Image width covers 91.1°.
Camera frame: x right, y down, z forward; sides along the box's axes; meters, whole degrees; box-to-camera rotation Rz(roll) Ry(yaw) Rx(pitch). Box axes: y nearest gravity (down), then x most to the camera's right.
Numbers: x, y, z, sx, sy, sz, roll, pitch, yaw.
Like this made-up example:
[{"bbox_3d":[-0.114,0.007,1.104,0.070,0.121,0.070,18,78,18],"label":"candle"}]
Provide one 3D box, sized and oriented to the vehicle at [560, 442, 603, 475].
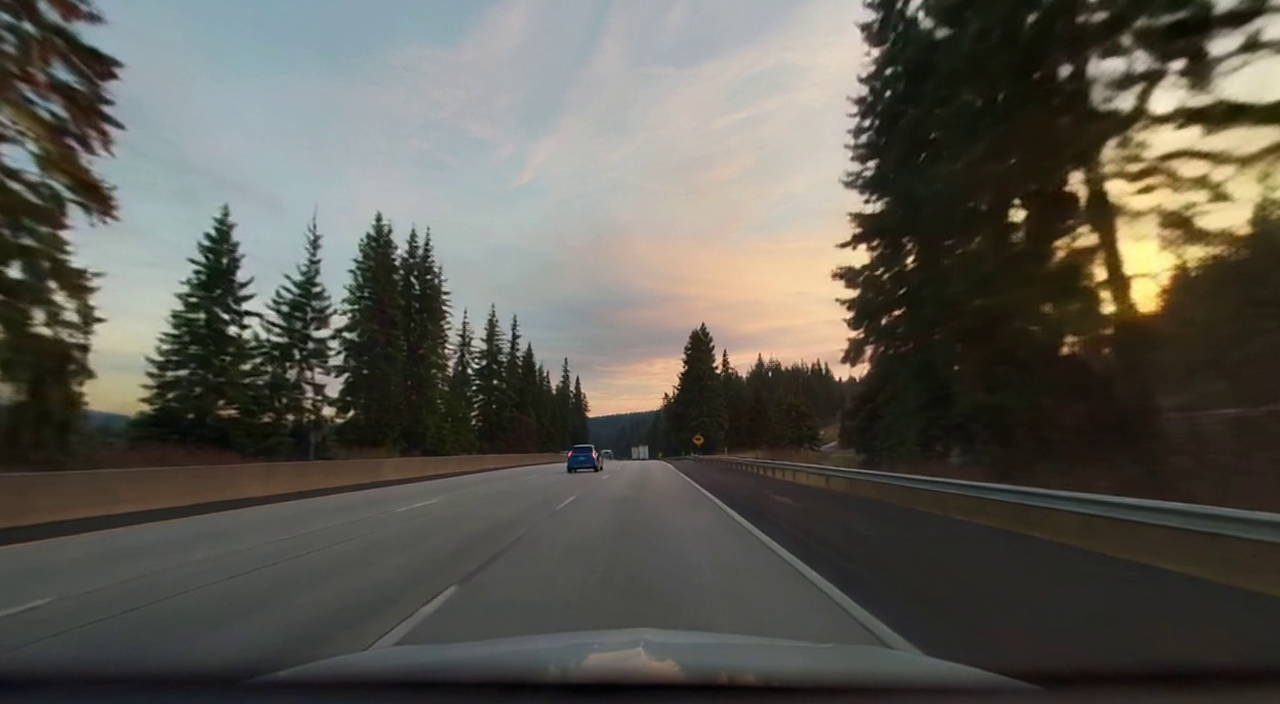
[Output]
[{"bbox_3d":[-3.341,6.181,36.713,2.084,1.752,4.479,0,-8,1],"label":"vehicle"}]
